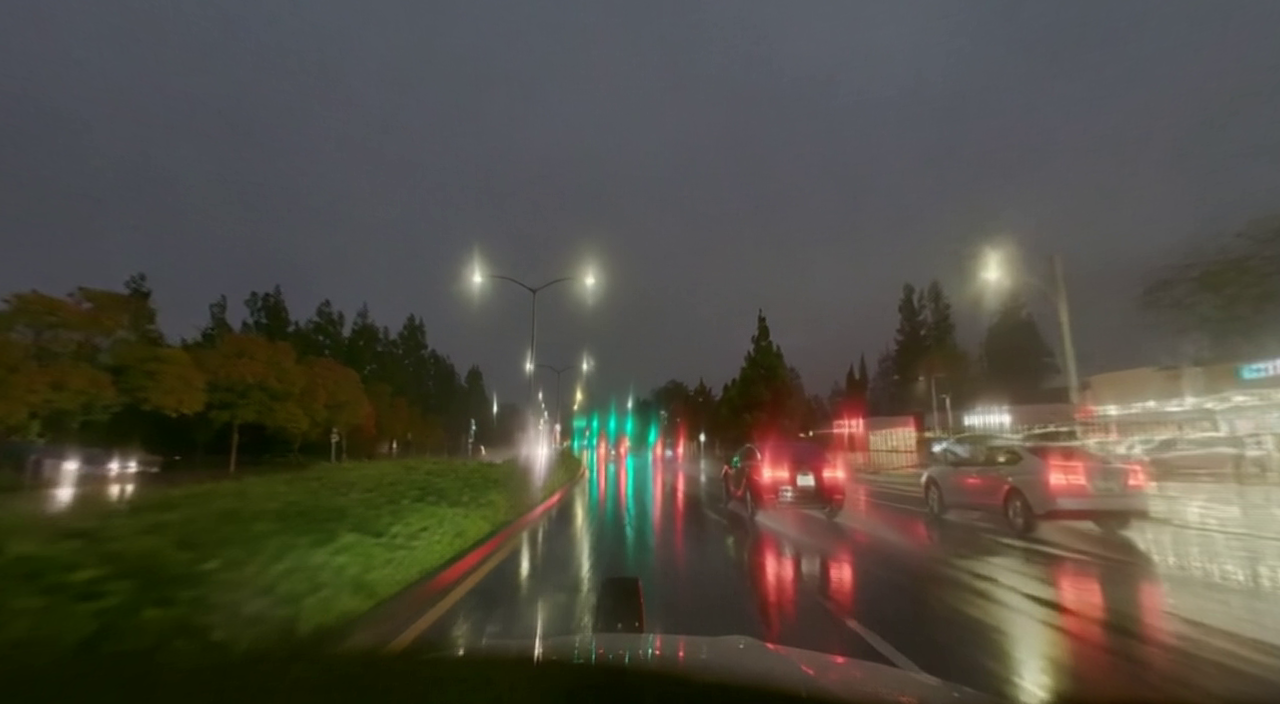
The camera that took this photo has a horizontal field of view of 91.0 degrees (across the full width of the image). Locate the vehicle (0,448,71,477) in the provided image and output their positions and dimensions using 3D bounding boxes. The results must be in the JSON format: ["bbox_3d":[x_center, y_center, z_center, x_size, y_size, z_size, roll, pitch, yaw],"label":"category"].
[{"bbox_3d":[-30.294,5.334,30.571,3.468,1.345,1.795,0,-9,-4],"label":"vehicle"}]

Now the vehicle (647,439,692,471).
[{"bbox_3d":[1.646,5.927,36.408,2.000,1.745,4.206,1,-9,-5],"label":"vehicle"}]

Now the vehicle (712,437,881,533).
[{"bbox_3d":[2.658,2.358,11.834,1.883,1.452,4.258,0,-9,-3],"label":"vehicle"}]

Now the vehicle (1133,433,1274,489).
[{"bbox_3d":[22.979,4.408,26.079,2.528,1.997,5.919,-2,-8,24],"label":"vehicle"}]

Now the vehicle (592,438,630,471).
[{"bbox_3d":[-1.738,5.879,36.330,2.051,1.798,4.168,1,-9,-4],"label":"vehicle"}]

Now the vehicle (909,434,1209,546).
[{"bbox_3d":[6.495,2.154,10.531,1.917,1.457,4.274,0,-9,-3],"label":"vehicle"}]

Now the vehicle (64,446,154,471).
[{"bbox_3d":[-30.478,6.127,36.204,3.502,1.364,1.773,1,-9,-4],"label":"vehicle"}]
